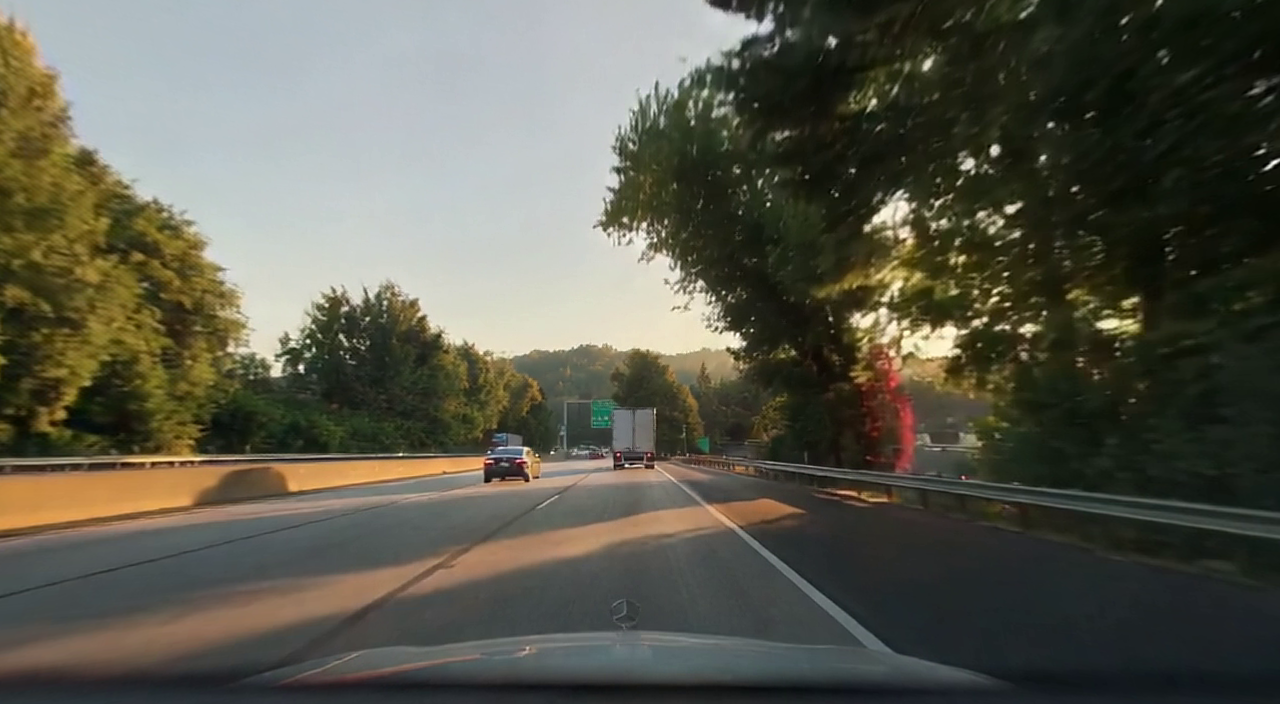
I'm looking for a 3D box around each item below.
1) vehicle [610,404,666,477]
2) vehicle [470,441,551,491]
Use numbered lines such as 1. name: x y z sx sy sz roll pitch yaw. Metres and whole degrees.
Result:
1. vehicle: -0.226 5.648 39.534 2.976 3.800 12.335 0 -9 -1
2. vehicle: -4.403 3.939 22.054 1.964 1.556 4.071 0 -9 0
